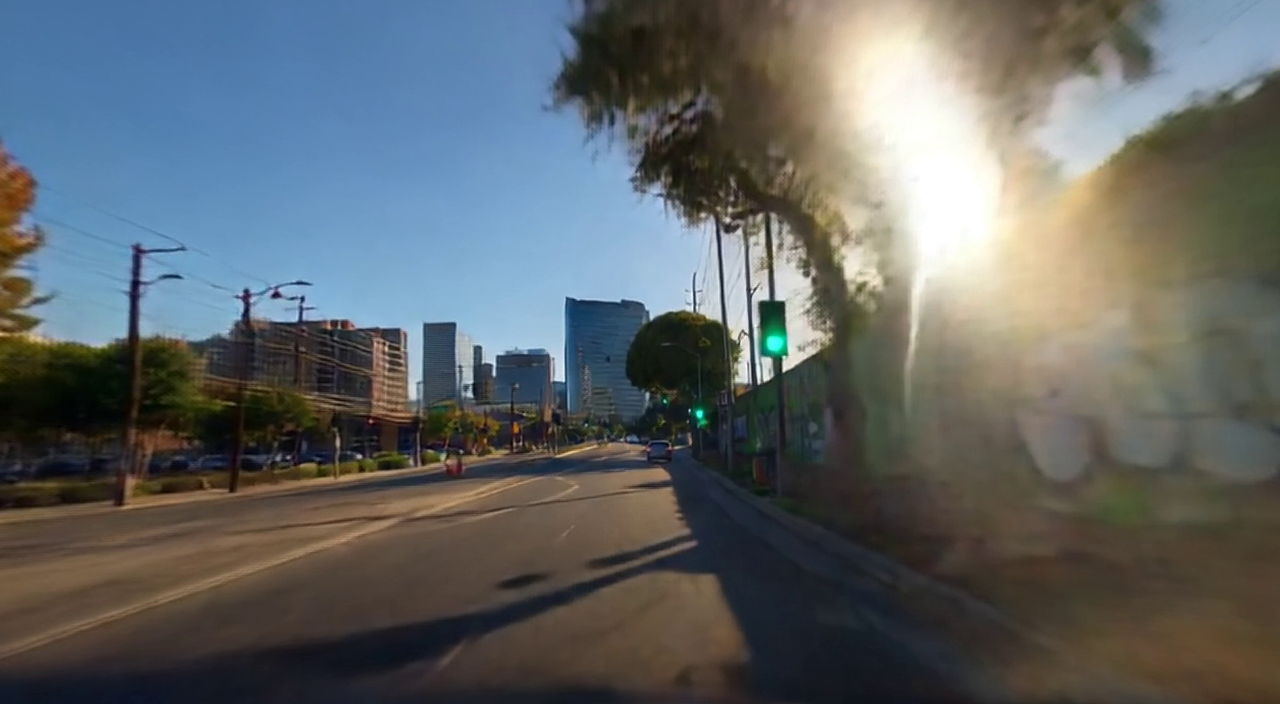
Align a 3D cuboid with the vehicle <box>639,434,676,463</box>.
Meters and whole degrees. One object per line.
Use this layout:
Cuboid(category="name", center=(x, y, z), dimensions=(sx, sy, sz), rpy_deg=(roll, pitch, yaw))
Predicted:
Cuboid(category="vehicle", center=(1.046, 5.740, 37.630), dimensions=(2.105, 1.611, 3.750), rpy_deg=(0, -8, 2))
